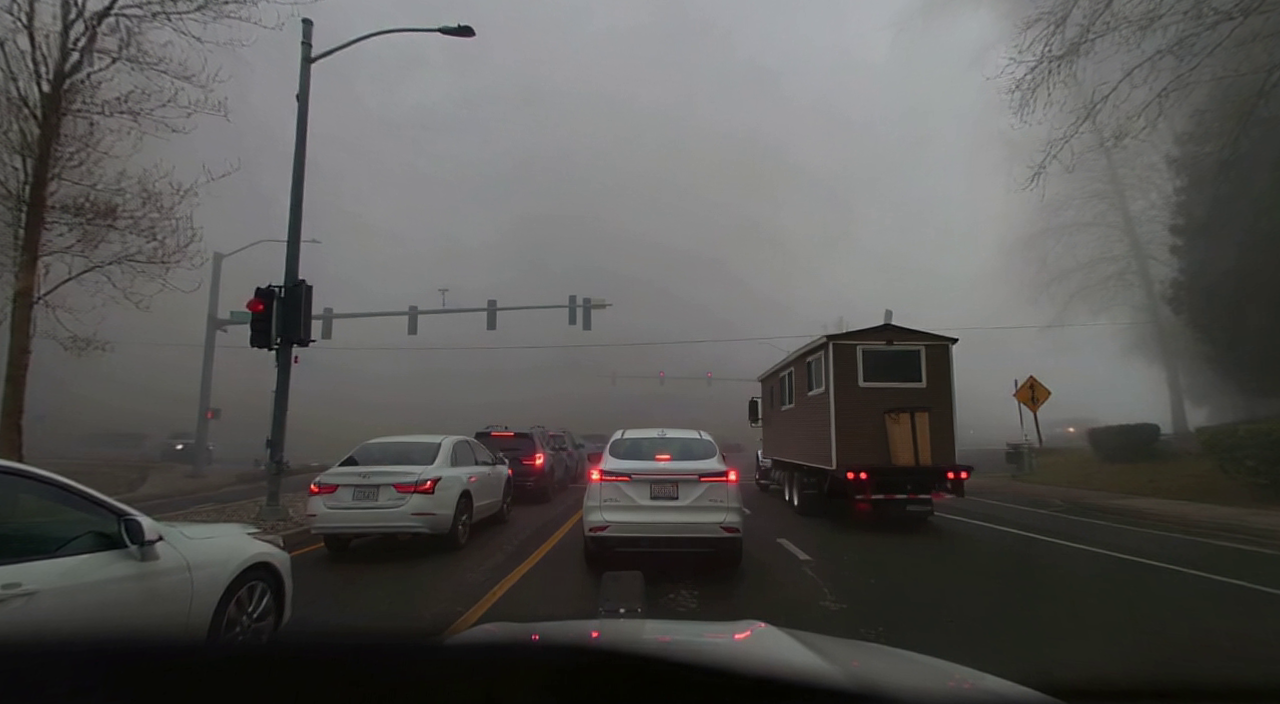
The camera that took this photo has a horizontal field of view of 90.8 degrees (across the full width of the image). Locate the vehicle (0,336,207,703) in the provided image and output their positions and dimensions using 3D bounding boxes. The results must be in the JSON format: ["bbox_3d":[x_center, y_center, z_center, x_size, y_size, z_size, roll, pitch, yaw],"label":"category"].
[{"bbox_3d":[-3.434,0.670,1.476,1.952,1.730,4.116,0,-9,-1],"label":"vehicle"}]

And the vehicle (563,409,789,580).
[{"bbox_3d":[0.354,1.701,8.309,2.189,1.649,4.171,0,-9,0],"label":"vehicle"}]

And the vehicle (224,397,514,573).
[{"bbox_3d":[-3.267,1.716,8.851,2.085,1.812,4.388,0,-9,0],"label":"vehicle"}]

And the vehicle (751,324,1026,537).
[{"bbox_3d":[3.683,1.403,11.010,2.531,2.750,5.595,0,-9,1],"label":"vehicle"}]

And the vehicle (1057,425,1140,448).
[{"bbox_3d":[33.170,6.159,45.876,4.671,1.595,1.824,-6,-10,31],"label":"vehicle"}]
